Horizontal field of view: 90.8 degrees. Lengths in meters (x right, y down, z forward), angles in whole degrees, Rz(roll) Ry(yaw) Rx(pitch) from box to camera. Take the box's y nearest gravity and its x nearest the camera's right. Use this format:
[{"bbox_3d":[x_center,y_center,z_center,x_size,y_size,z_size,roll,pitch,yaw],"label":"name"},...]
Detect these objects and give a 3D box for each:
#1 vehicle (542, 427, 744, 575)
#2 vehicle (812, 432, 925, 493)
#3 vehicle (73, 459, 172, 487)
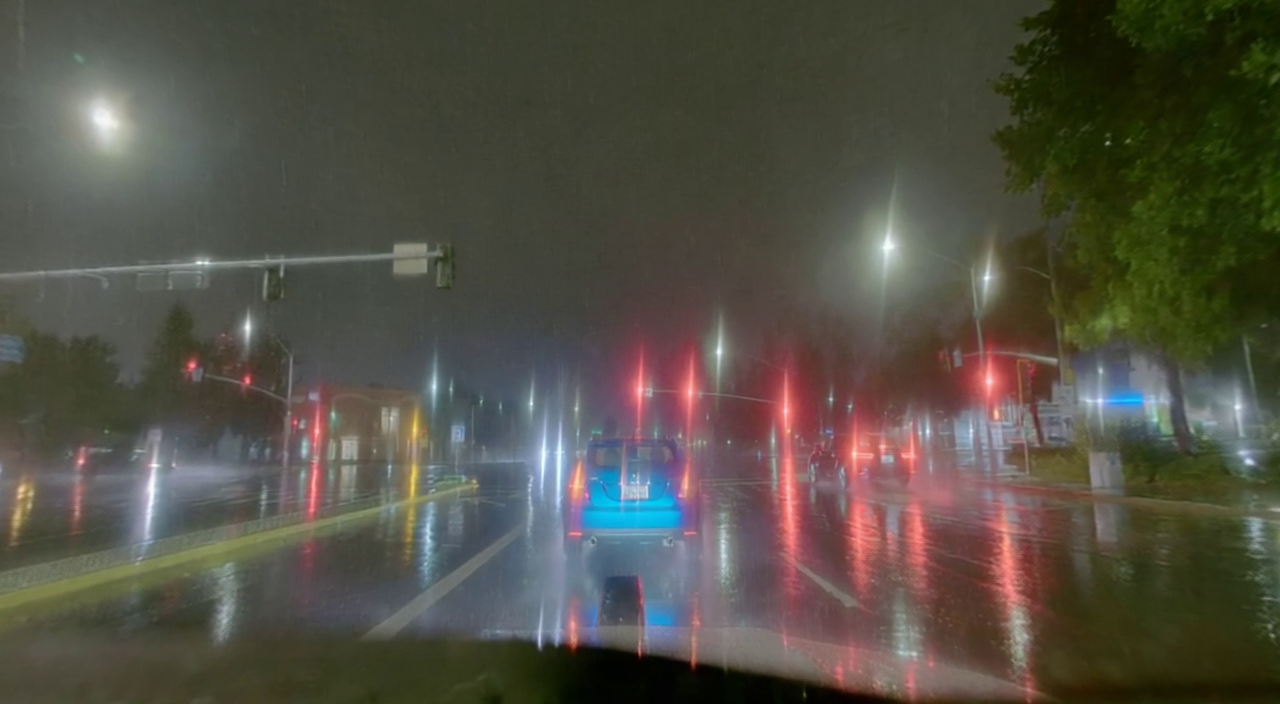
[{"bbox_3d":[-0.021,1.835,8.638,2.070,1.488,4.206,0,-8,-2],"label":"vehicle"},{"bbox_3d":[7.055,3.444,20.060,2.039,1.692,4.319,0,-8,1],"label":"vehicle"},{"bbox_3d":[-32.391,7.551,39.649,4.401,1.625,1.863,0,-8,-4],"label":"vehicle"}]
